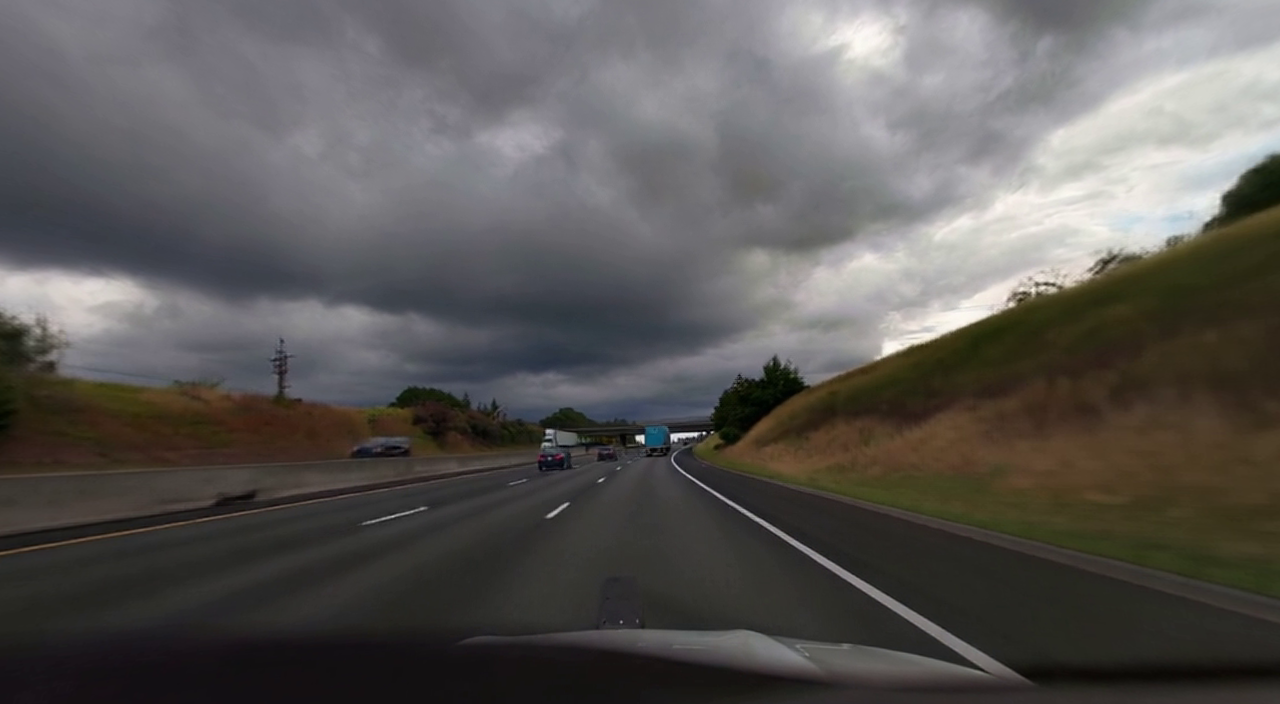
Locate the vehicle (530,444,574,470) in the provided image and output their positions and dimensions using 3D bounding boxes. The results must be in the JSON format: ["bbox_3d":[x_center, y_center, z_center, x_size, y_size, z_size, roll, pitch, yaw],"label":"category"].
[{"bbox_3d":[-5.376,6.484,39.145,2.078,1.469,4.371,0,-9,0],"label":"vehicle"}]

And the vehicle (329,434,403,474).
[{"bbox_3d":[-18.313,6.848,42.571,2.206,2.509,5.803,-1,-9,1],"label":"vehicle"}]
